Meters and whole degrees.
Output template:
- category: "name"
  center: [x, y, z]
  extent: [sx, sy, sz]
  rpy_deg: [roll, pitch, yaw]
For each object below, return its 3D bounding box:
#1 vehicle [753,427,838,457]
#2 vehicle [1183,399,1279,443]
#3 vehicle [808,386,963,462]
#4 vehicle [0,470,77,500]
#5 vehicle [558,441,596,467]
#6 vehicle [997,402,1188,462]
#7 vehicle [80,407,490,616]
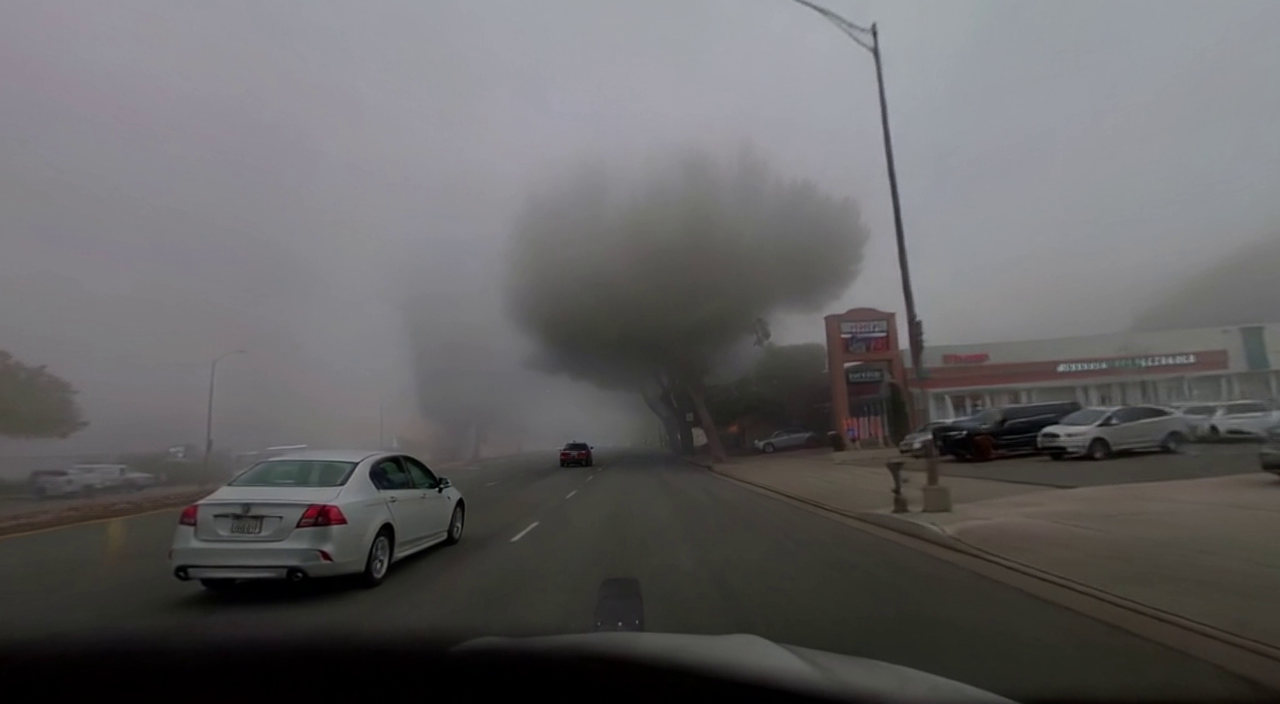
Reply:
- category: "vehicle"
  center: [10.463, 6.099, 42.766]
  extent: [5.130, 1.902, 2.056]
  rpy_deg: [-1, -9, -2]
- category: "vehicle"
  center: [24.822, 2.727, 25.067]
  extent: [4.799, 1.606, 1.930]
  rpy_deg: [-1, -9, -3]
- category: "vehicle"
  center: [12.156, 3.624, 31.809]
  extent: [6.427, 3.417, 2.845]
  rpy_deg: [-2, -8, -2]
- category: "vehicle"
  center: [-36.387, 7.841, 37.445]
  extent: [1.965, 1.470, 4.482]
  rpy_deg: [0, -9, -3]
- category: "vehicle"
  center: [-3.798, 6.253, 38.774]
  extent: [1.955, 1.461, 4.396]
  rpy_deg: [0, -9, -1]
- category: "vehicle"
  center: [13.271, 2.400, 18.741]
  extent: [4.165, 1.650, 1.946]
  rpy_deg: [0, -9, -3]
- category: "vehicle"
  center: [-3.411, 1.632, 7.434]
  extent: [2.126, 1.655, 4.560]
  rpy_deg: [0, -9, 0]
